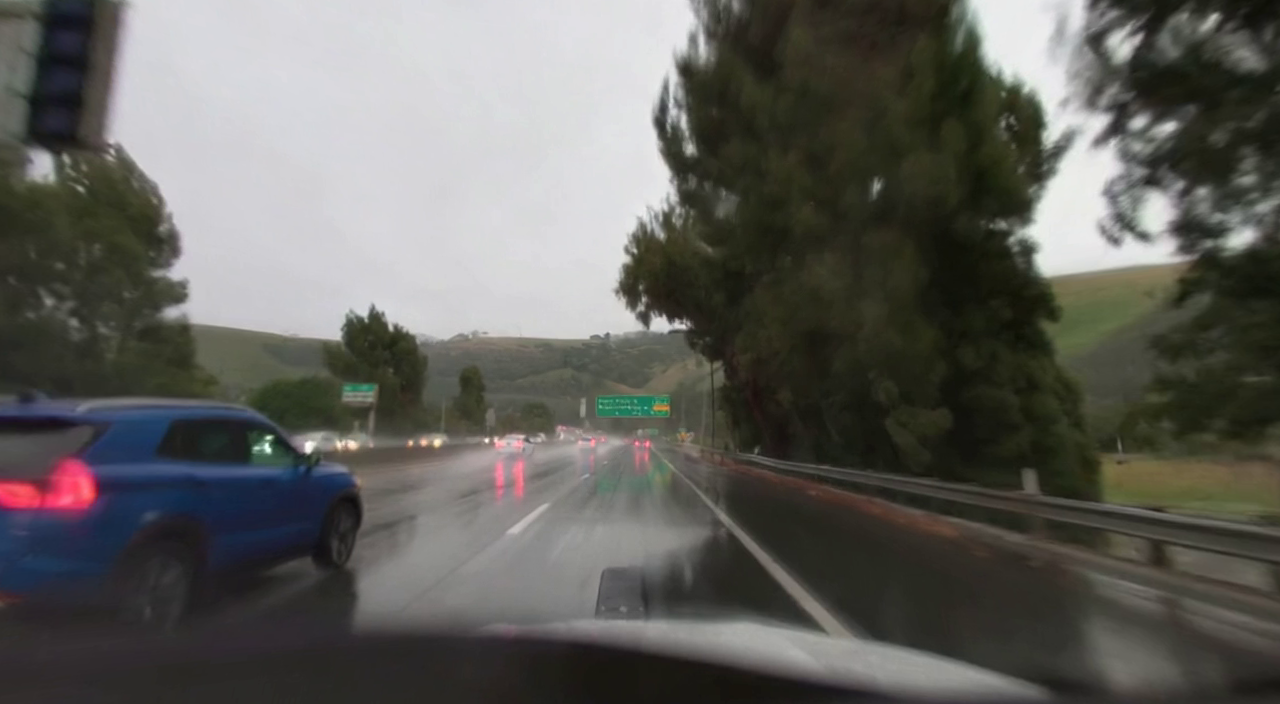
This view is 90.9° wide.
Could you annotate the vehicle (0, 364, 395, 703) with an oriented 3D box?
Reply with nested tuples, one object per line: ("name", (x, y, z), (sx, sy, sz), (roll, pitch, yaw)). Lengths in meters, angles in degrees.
("vehicle", (-4.025, 1.232, 5.237), (2.138, 1.718, 4.415), (0, -8, 1))

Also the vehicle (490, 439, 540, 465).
("vehicle", (-7.529, 6.081, 38.477), (1.963, 1.476, 4.739), (0, -8, 1))
